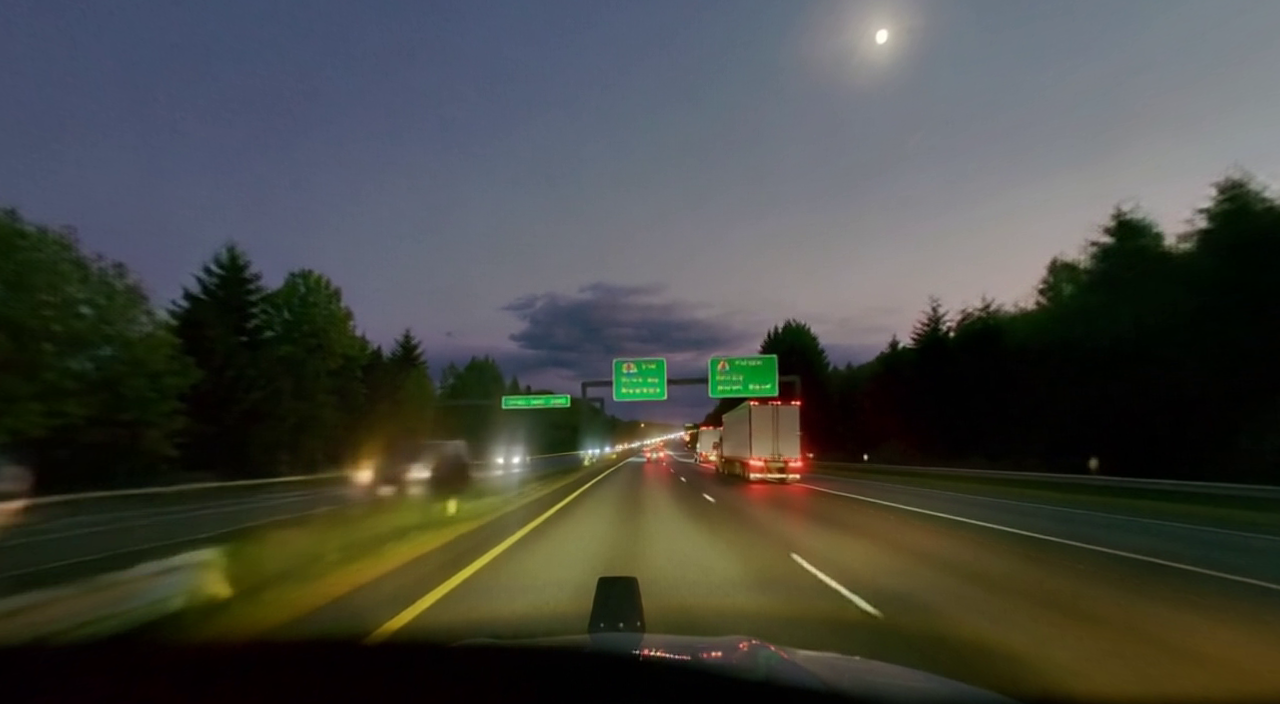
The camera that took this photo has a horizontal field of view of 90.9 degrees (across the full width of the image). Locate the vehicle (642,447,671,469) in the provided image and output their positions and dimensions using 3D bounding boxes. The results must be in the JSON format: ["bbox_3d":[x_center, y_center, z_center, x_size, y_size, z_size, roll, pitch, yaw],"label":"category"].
[{"bbox_3d":[1.201,7.783,46.453,2.049,1.500,3.790,0,-9,1],"label":"vehicle"}]

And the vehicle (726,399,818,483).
[{"bbox_3d":[5.848,4.167,29.286,2.743,3.367,7.306,0,-9,1],"label":"vehicle"}]
